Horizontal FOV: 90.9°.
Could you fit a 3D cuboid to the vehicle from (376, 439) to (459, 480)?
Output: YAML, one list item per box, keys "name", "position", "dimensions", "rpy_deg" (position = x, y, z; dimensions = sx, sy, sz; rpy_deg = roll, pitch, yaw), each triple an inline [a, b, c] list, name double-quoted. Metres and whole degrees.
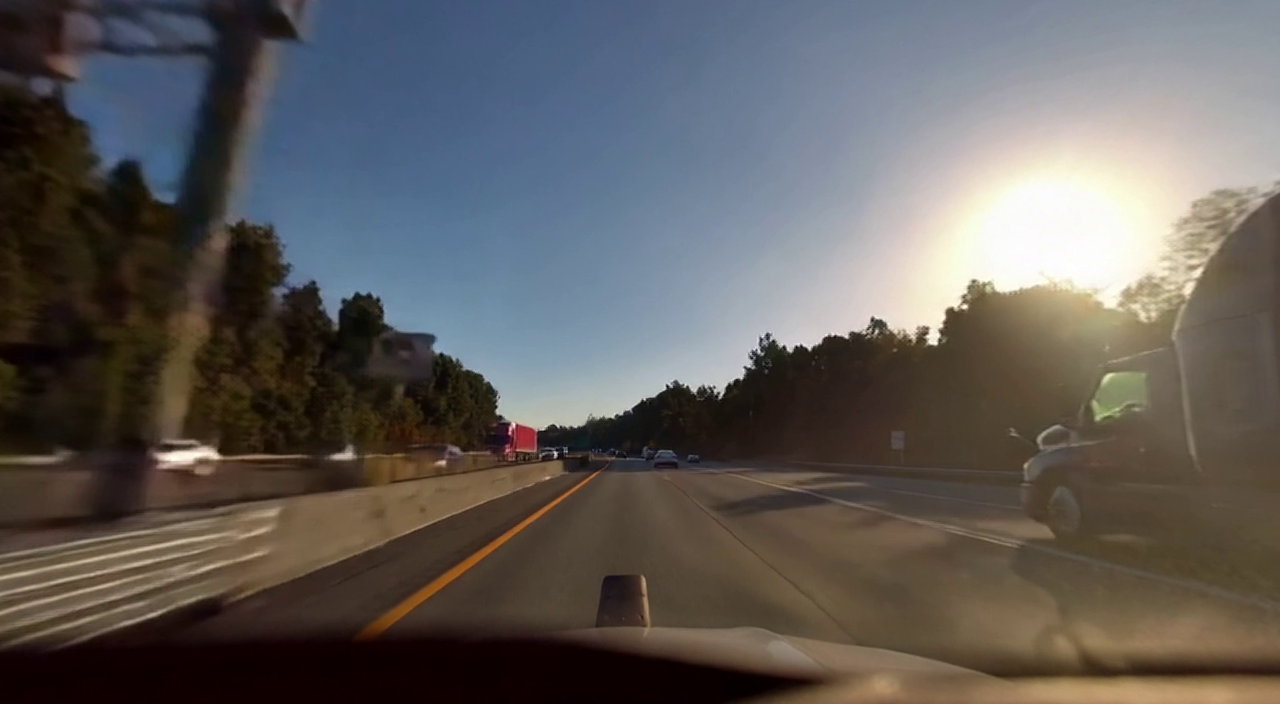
- name: "vehicle"
  position: [-8.736, 4.256, 25.139]
  dimensions: [1.789, 1.478, 4.146]
  rpy_deg: [0, -9, 0]

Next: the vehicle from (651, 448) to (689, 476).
- name: "vehicle"
  position: [1.745, 6.598, 38.071]
  dimensions: [2.111, 1.599, 3.859]
  rpy_deg: [0, -9, 0]

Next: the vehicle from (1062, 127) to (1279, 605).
- name: "vehicle"
  position: [6.789, -0.577, 0.904]
  dimensions: [2.890, 4.006, 14.039]
  rpy_deg: [0, -9, 1]

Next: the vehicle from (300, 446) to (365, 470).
- name: "vehicle"
  position: [-19.872, 6.865, 40.922]
  dimensions: [1.964, 1.478, 4.587]
  rpy_deg: [0, -9, -1]

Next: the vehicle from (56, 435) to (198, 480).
- name: "vehicle"
  position: [-19.302, 3.995, 24.027]
  dimensions: [1.830, 1.564, 4.271]
  rpy_deg: [0, -9, -1]
